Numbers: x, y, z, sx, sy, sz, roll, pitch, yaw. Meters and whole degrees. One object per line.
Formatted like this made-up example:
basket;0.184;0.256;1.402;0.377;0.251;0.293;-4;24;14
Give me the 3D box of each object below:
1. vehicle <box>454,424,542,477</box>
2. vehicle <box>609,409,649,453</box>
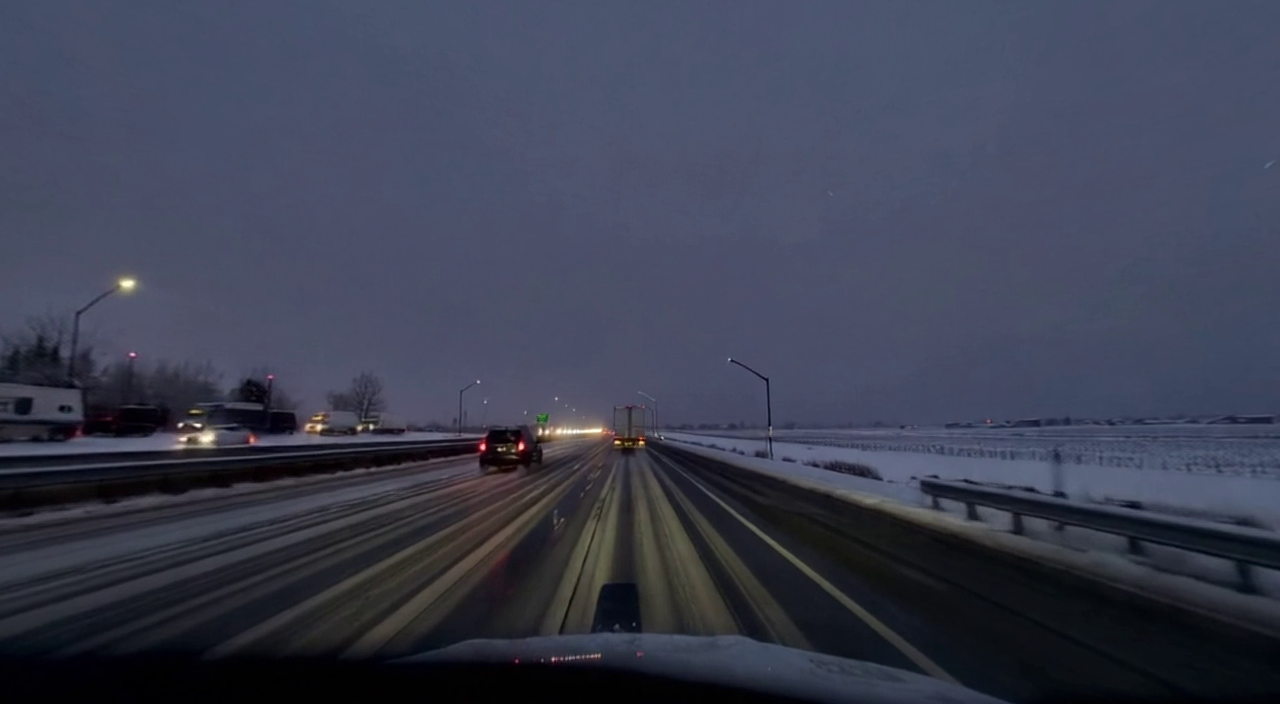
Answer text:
vehicle;-4.449;3.139;20.285;1.932;1.544;3.864;0;-8;0
vehicle;-0.781;5.245;41.548;2.418;2.704;6.445;0;-8;-2
